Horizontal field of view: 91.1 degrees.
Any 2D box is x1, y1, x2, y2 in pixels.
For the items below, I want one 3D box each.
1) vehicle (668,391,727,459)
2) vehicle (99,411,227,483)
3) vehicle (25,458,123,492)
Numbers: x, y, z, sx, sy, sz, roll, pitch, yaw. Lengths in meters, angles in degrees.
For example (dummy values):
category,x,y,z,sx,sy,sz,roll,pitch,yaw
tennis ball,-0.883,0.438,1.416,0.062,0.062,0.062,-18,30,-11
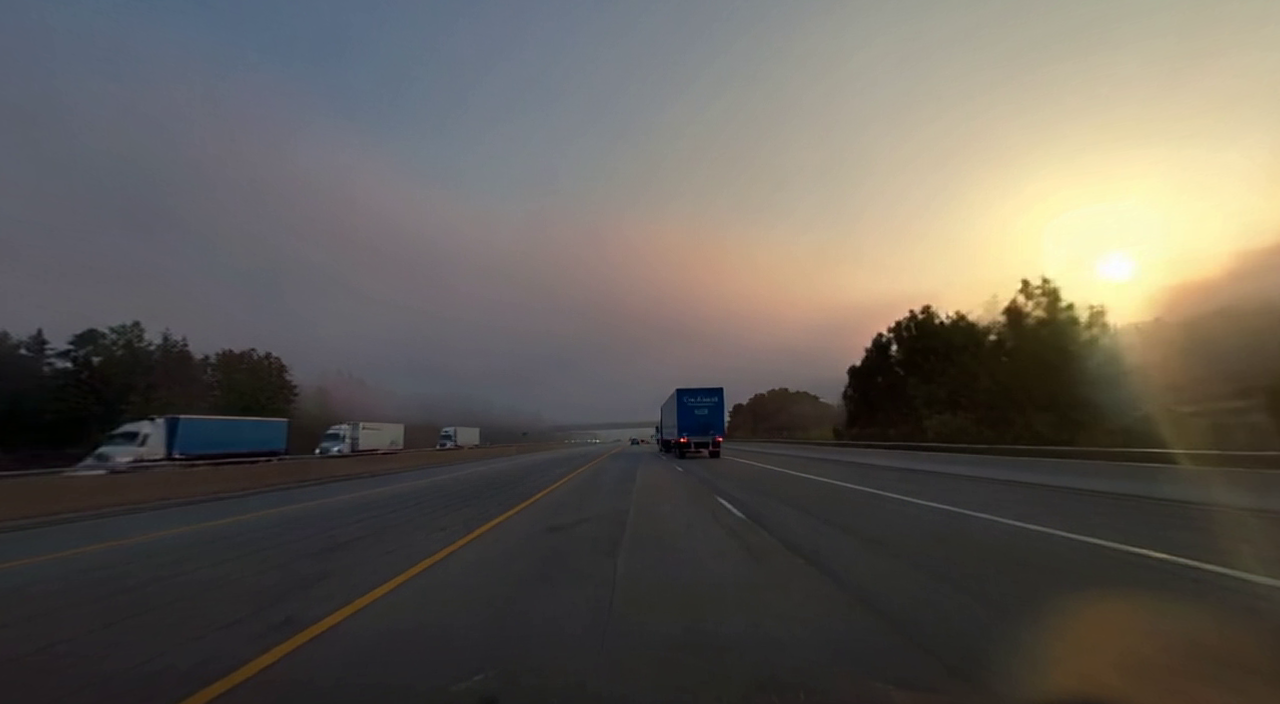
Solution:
category,x,y,z,sx,sy,sz,roll,pitch,yaw
vehicle,3.470,4.742,40.410,2.888,3.866,8.380,0,-8,-1
vehicle,-29.261,5.835,39.074,3.001,4.033,6.755,1,-8,-6
vehicle,-28.141,6.081,31.435,1.833,1.425,4.295,2,-8,-16
